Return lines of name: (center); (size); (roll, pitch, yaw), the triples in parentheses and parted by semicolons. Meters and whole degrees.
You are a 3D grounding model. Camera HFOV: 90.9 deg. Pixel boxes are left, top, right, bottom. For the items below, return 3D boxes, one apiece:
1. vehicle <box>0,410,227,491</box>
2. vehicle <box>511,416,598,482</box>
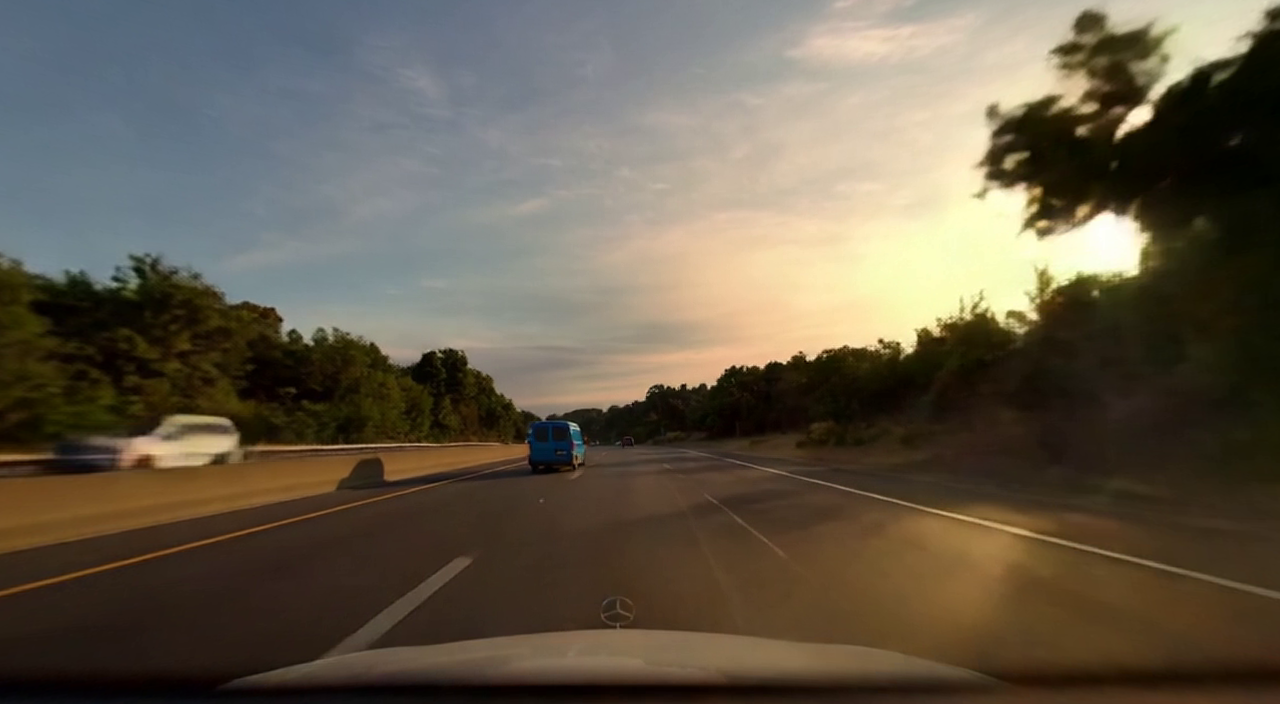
vehicle: (-12.274, 2.212, 14.676); (2.128, 1.573, 4.641); (0, -7, 0)
vehicle: (-2.780, 3.275, 21.633); (2.297, 2.011, 4.736); (0, -8, 0)
